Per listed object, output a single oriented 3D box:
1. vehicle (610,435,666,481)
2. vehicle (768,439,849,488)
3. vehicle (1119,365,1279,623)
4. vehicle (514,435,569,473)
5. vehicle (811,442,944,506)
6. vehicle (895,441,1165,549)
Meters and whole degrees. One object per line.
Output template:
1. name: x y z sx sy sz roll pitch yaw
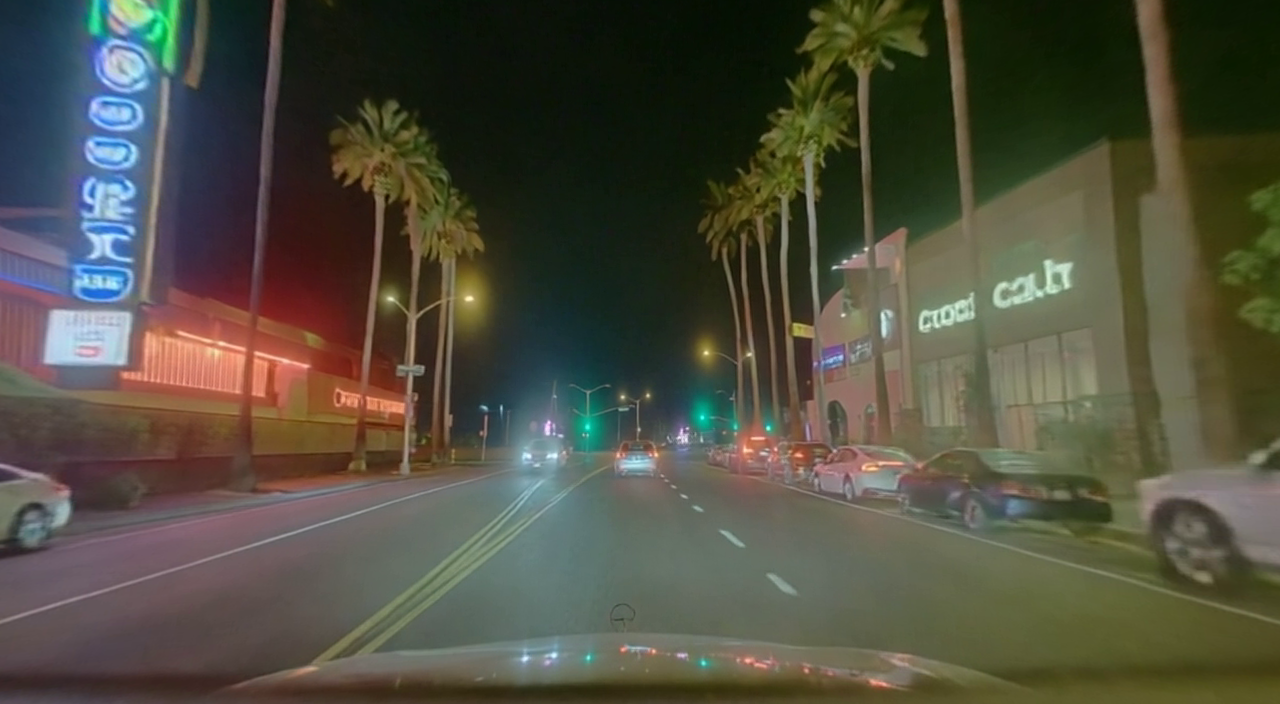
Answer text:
1. vehicle: -0.100 4.277 25.725 2.063 1.664 4.471 0 -8 -1
2. vehicle: 6.044 4.029 23.127 1.747 1.619 4.157 0 -9 -1
3. vehicle: 6.340 0.955 3.800 2.257 2.074 5.857 0 -9 0
4. vehicle: -5.028 5.278 32.868 2.188 1.797 4.358 0 -9 0
5. vehicle: 6.214 3.218 17.164 1.885 1.506 4.302 0 -9 -1
6. vehicle: 6.340 2.324 11.052 1.810 1.472 4.422 0 -8 -1
